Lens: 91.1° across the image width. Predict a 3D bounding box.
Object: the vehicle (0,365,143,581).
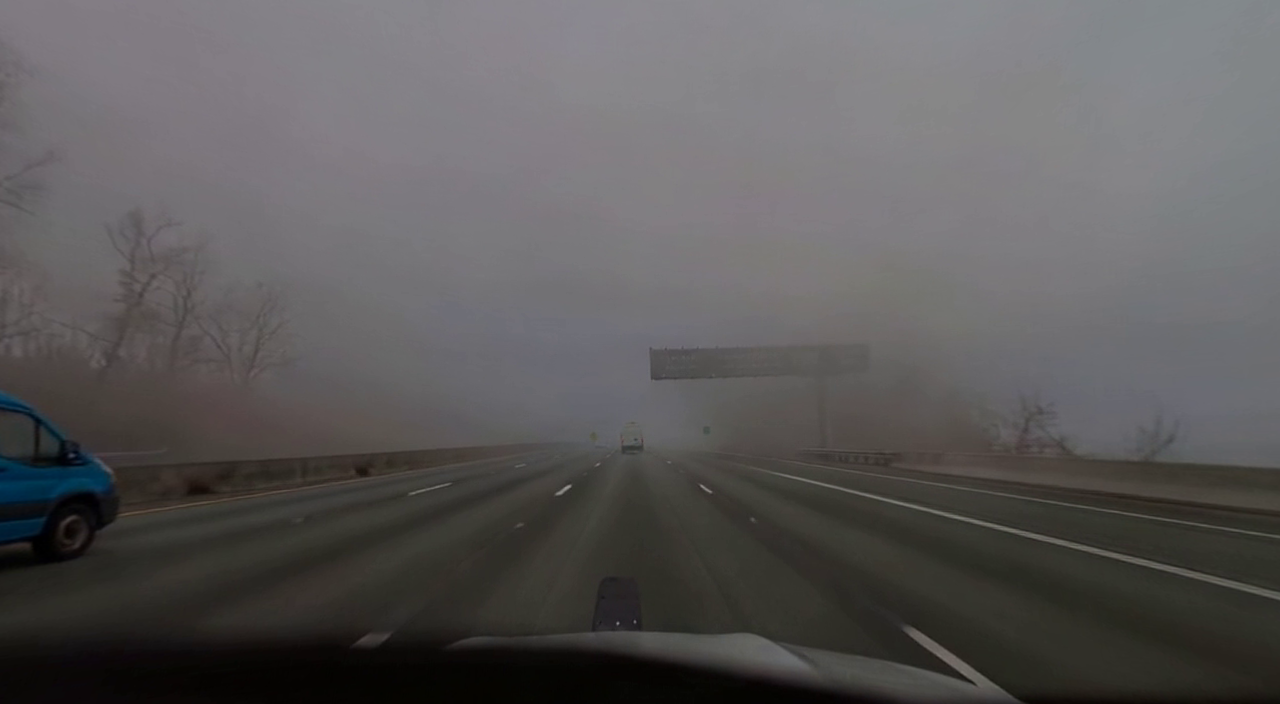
[{"bbox_3d":[-6.991,0.986,4.797,2.150,1.996,5.341,0,-8,-2],"label":"vehicle"}]
